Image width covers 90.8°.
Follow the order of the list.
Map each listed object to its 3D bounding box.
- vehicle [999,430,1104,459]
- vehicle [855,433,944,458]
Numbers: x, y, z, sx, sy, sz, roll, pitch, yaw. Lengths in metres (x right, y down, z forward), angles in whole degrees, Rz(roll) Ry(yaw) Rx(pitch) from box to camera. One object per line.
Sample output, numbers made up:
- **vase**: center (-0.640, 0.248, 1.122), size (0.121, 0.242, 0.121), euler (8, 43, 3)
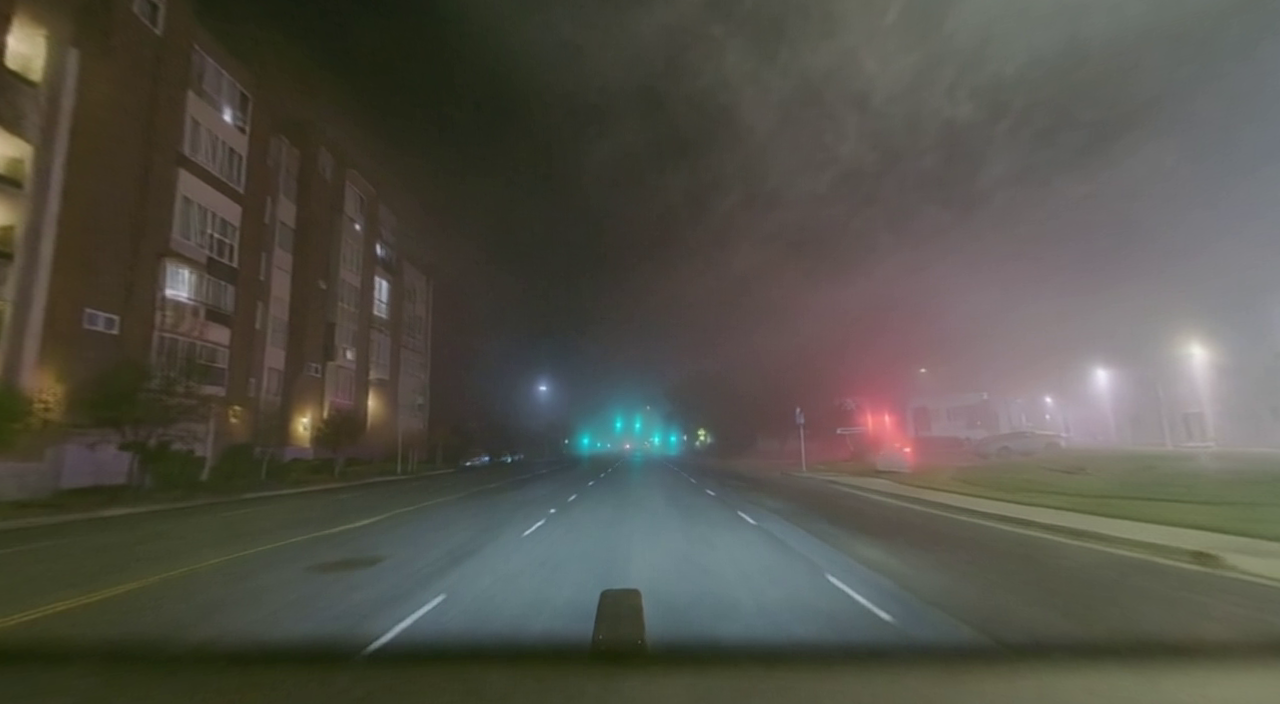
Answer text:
- **vehicle**: center (24.918, 5.620, 38.400), size (4.861, 1.684, 2.014), euler (0, -9, 1)
- **vehicle**: center (18.526, 6.720, 45.310), size (5.466, 1.734, 1.999), euler (-1, -9, 1)
